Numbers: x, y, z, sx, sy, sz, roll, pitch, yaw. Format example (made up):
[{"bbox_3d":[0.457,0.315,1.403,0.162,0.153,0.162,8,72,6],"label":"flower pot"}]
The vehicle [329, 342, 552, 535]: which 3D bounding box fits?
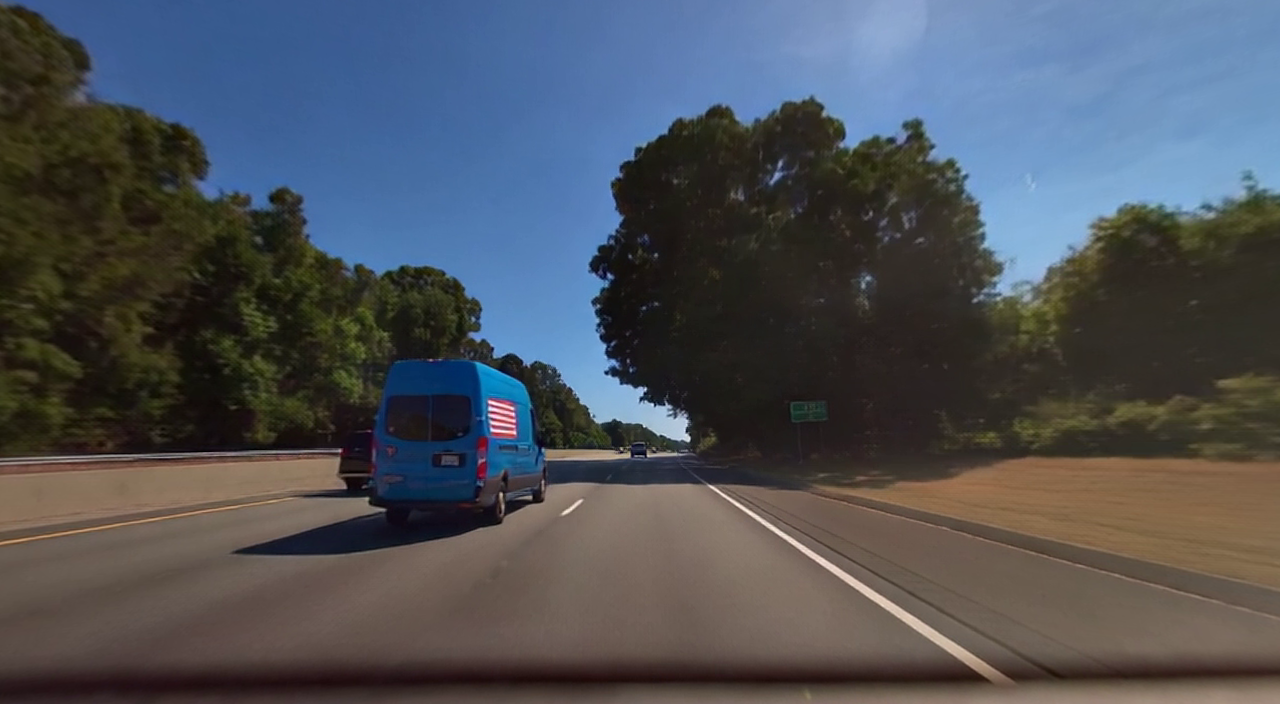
[{"bbox_3d":[-3.372,1.679,12.296,2.319,2.883,5.632,0,-8,1],"label":"vehicle"}]
